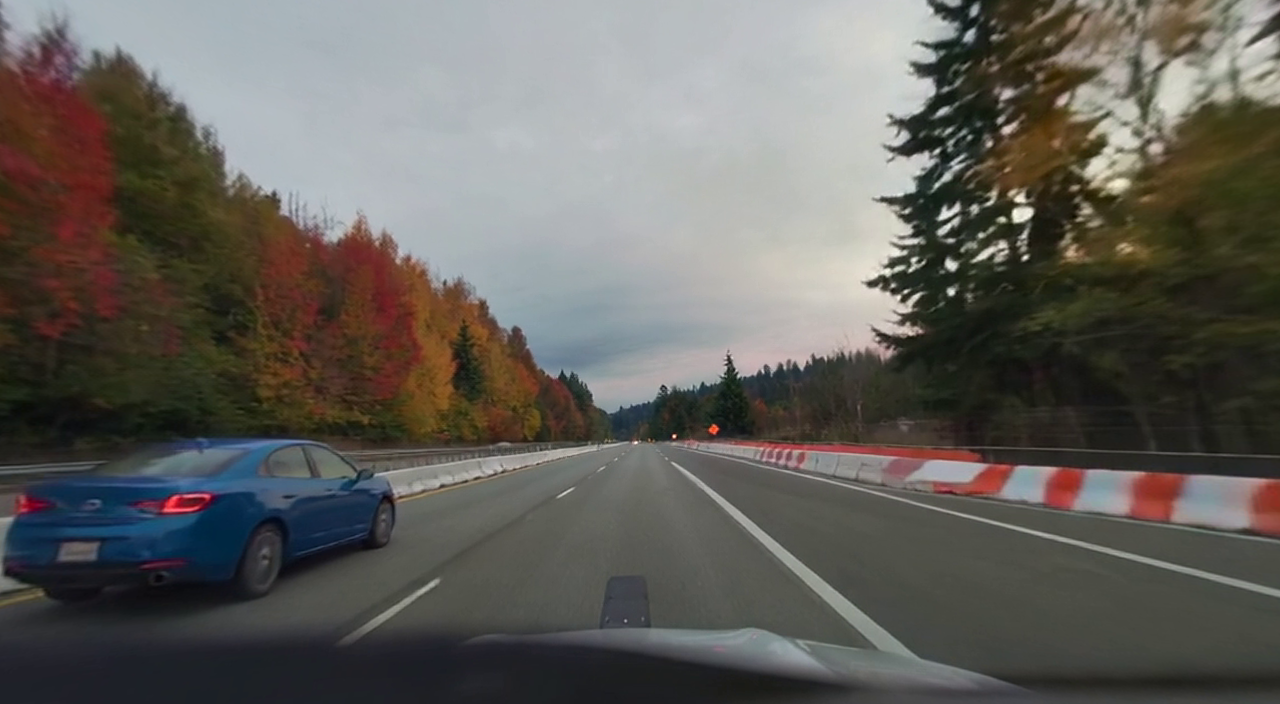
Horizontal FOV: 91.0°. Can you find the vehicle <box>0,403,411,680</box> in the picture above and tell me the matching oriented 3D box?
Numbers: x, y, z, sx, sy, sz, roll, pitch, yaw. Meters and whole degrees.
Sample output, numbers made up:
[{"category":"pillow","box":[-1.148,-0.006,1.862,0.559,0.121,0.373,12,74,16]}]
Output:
[{"category":"vehicle","box":[-3.773,1.330,5.542,1.902,1.505,4.016,0,-8,2]}]
